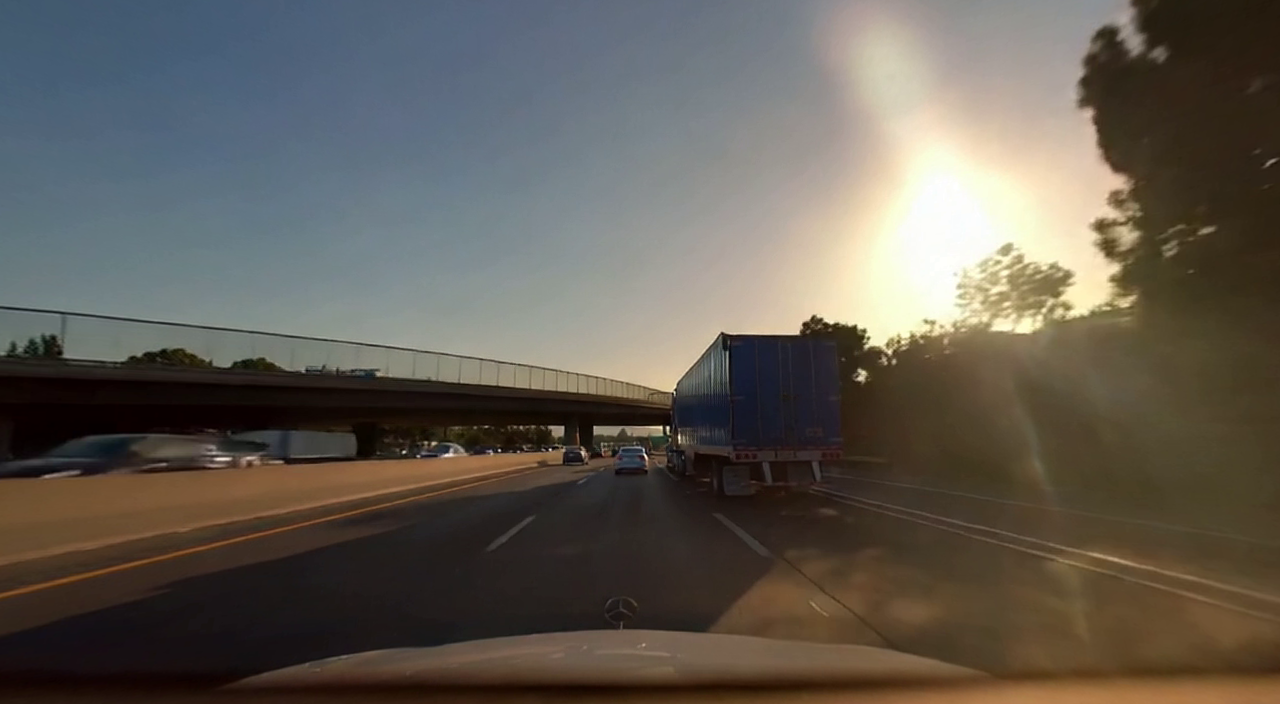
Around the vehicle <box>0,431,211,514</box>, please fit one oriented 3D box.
[{"bbox_3d":[-14.020,3.072,16.625,1.997,1.856,4.782,0,-9,0],"label":"vehicle"}]

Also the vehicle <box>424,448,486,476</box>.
[{"bbox_3d":[-10.290,6.140,35.444,2.009,1.472,4.305,0,-9,2],"label":"vehicle"}]

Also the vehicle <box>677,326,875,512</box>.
[{"bbox_3d":[3.464,2.660,22.021,2.996,4.123,15.965,0,-9,-1],"label":"vehicle"}]

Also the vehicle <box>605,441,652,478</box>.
[{"bbox_3d":[-0.538,5.265,31.249,2.191,1.685,4.015,0,-9,0],"label":"vehicle"}]

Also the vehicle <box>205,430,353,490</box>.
[{"bbox_3d":[-17.287,5.211,30.994,2.773,2.568,7.350,0,-9,1],"label":"vehicle"}]

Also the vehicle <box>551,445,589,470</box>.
[{"bbox_3d":[-4.487,6.834,41.010,1.995,1.491,4.317,0,-9,0],"label":"vehicle"}]
